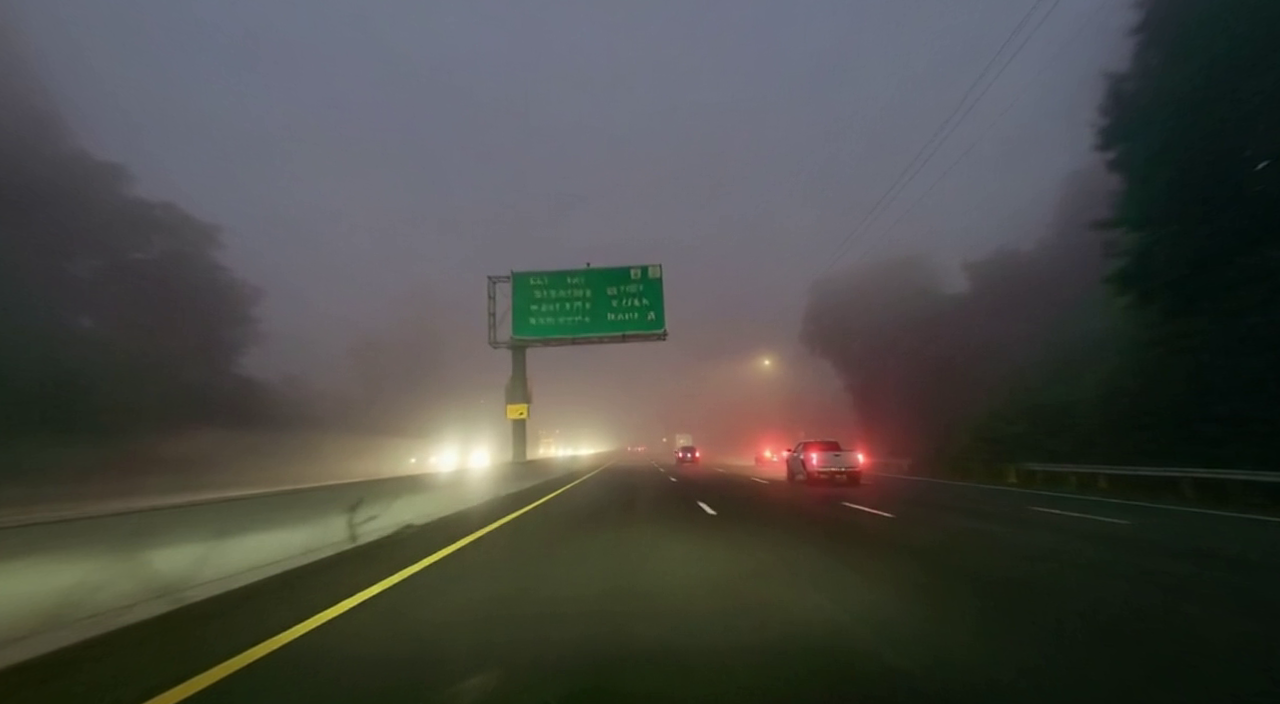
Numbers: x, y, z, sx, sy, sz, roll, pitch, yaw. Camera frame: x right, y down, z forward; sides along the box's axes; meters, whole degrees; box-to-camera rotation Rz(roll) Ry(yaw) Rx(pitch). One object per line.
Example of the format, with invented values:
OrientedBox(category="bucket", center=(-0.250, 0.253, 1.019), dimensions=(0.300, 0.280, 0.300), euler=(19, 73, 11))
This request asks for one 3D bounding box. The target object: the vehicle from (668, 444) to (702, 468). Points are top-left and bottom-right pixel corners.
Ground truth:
OrientedBox(category="vehicle", center=(3.160, 7.420, 45.150), dimensions=(2.018, 1.600, 4.121), euler=(0, -9, -2))

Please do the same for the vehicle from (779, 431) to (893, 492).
OrientedBox(category="vehicle", center=(6.717, 3.835, 22.463), dimensions=(2.244, 1.858, 5.414), euler=(0, -9, -1))

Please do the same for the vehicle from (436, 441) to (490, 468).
OrientedBox(category="vehicle", center=(-12.161, 7.102, 43.766), dimensions=(2.180, 1.736, 5.401), euler=(0, -9, 0))
